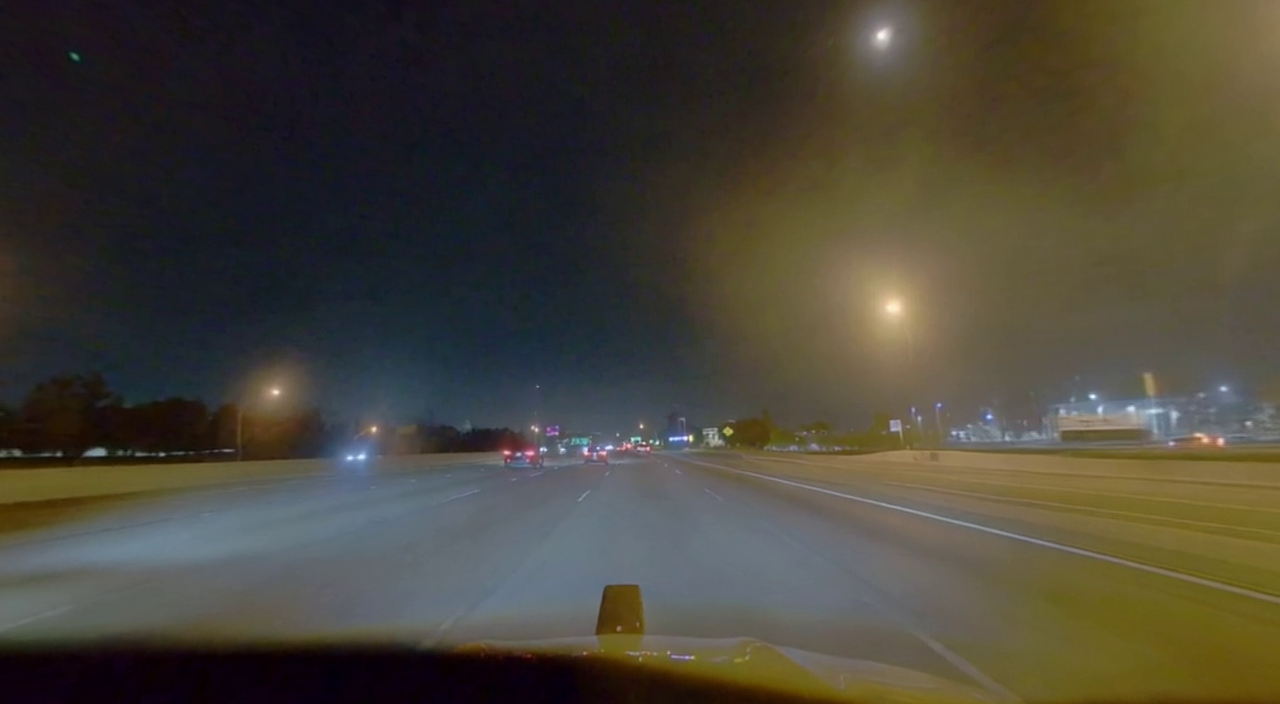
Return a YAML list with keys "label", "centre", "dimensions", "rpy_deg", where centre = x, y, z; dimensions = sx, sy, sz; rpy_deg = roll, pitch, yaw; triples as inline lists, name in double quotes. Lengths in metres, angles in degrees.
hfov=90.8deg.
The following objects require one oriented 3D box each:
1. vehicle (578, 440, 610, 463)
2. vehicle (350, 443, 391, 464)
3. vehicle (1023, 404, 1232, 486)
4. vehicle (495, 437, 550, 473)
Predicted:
- label: "vehicle"
  centre: [-3.435, 7.491, 47.715]
  dimensions: [2.027, 1.697, 4.307]
  rpy_deg: [0, -8, 1]
- label: "vehicle"
  centre: [-19.598, 7.376, 46.028]
  dimensions: [1.566, 1.406, 3.494]
  rpy_deg: [0, -8, -2]
- label: "vehicle"
  centre: [19.729, 3.878, 26.221]
  dimensions: [2.873, 2.907, 6.459]
  rpy_deg: [2, -9, -8]
- label: "vehicle"
  centre: [-6.324, 5.599, 34.563]
  dimensions: [2.015, 1.762, 4.790]
  rpy_deg: [0, -8, 1]
